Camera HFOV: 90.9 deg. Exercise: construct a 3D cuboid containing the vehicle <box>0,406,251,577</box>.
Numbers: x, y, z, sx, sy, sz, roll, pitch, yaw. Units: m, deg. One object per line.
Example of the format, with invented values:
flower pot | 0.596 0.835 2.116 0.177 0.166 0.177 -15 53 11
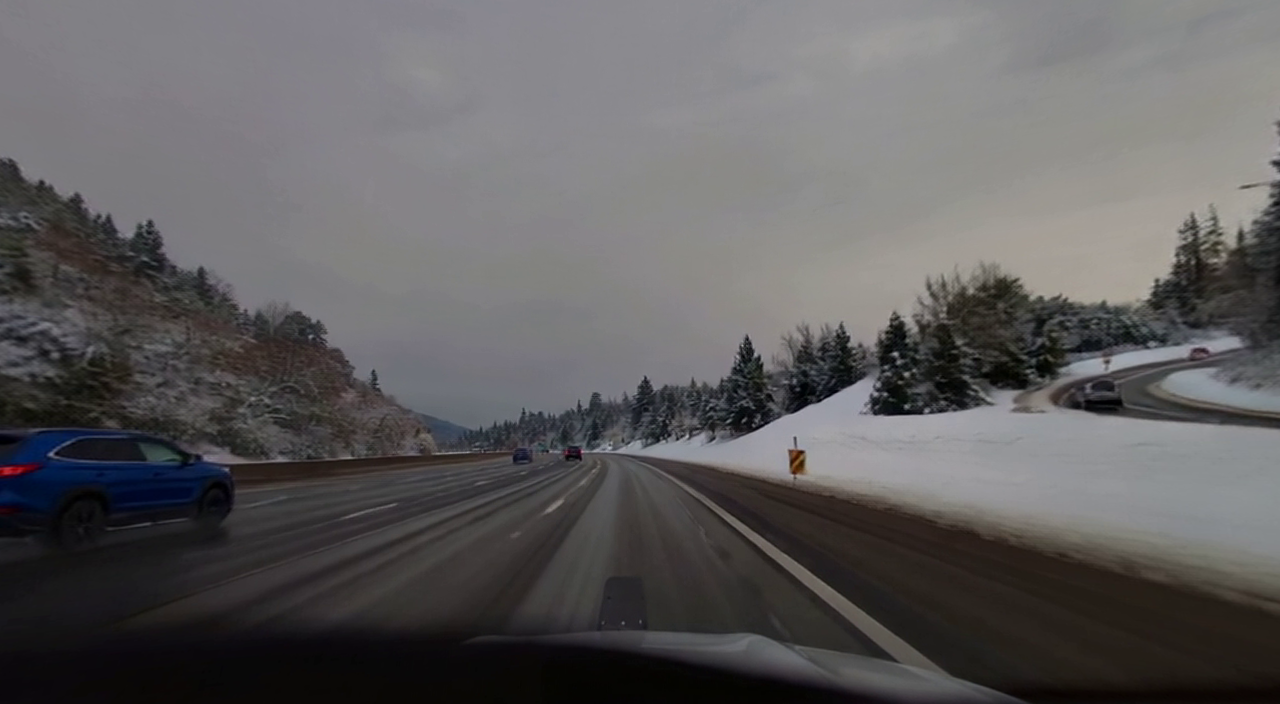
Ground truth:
vehicle | -7.503 1.671 8.120 2.046 1.712 4.533 0 -8 0
